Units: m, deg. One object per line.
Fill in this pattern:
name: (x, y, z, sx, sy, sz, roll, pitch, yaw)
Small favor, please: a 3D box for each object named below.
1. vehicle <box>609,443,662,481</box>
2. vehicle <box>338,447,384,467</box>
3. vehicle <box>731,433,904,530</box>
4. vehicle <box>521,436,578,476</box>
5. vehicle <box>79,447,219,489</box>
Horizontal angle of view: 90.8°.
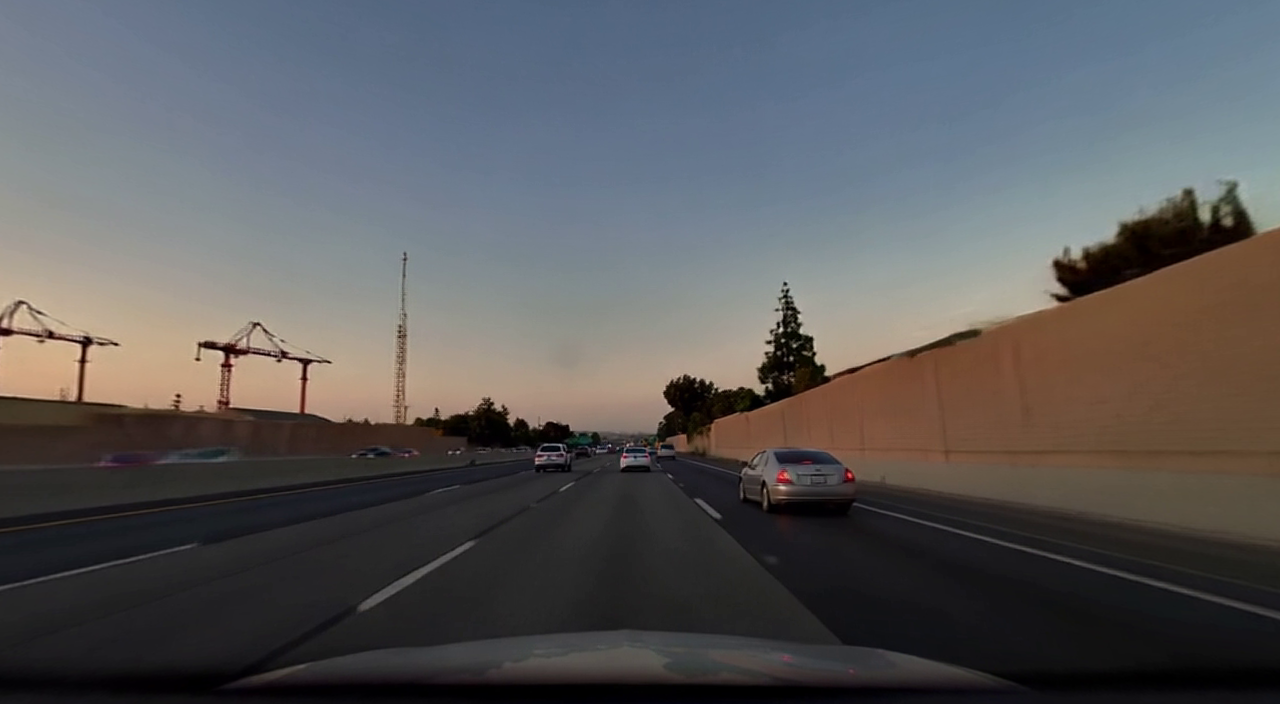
vehicle: (-0.223, 4.515, 26.278, 2.045, 1.452, 4.040, 0, -8, -1)
vehicle: (-22.011, 8.244, 49.907, 1.751, 1.510, 3.999, 0, -8, 1)
vehicle: (3.136, 2.385, 12.298, 1.917, 1.507, 4.540, 0, -8, -2)
vehicle: (-4.365, 5.079, 31.068, 2.121, 1.775, 4.335, 0, -8, 1)
vehicle: (-19.029, 4.486, 24.807, 1.778, 1.466, 4.610, 0, -8, 1)
